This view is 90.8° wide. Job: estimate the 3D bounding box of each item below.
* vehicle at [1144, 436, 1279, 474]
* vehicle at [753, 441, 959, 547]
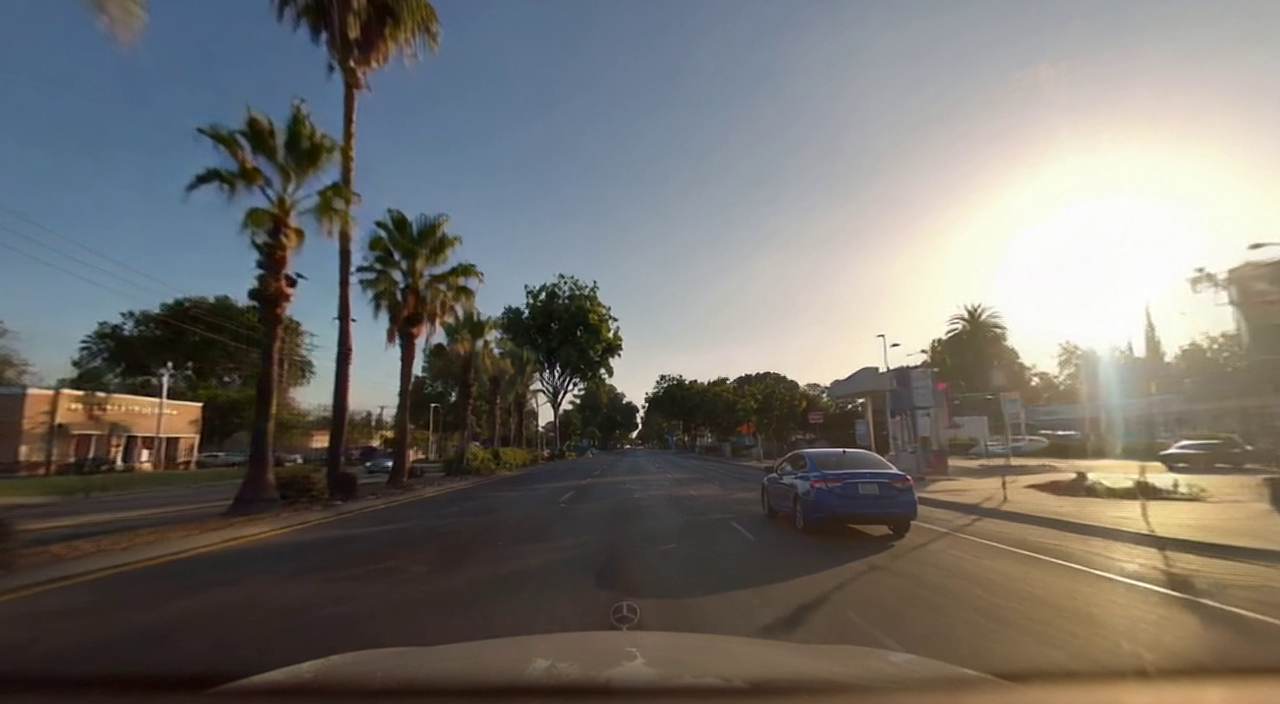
[{"bbox_3d":[32.244,5.821,35.706,5.339,1.812,2.175,-3,-9,3],"label":"vehicle"},{"bbox_3d":[3.394,2.294,10.979,1.978,1.442,4.262,0,-8,-2],"label":"vehicle"}]
